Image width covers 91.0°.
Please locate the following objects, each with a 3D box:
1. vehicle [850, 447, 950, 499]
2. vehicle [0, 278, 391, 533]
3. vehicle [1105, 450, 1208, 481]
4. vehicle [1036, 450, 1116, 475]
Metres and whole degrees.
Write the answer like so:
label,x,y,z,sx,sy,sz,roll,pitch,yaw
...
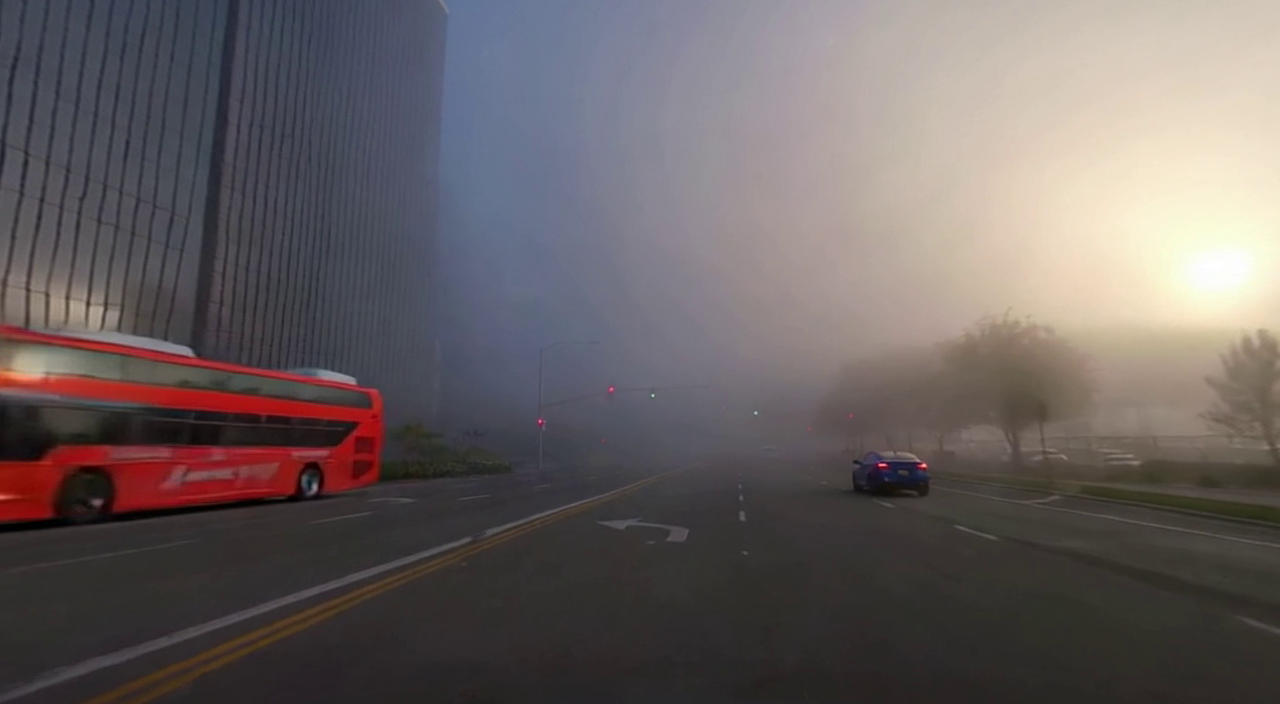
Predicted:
label,x,y,z,sx,sy,sz,roll,pitch,yaw
vehicle,8.476,3.951,20.929,1.993,1.501,4.127,-1,-9,7
vehicle,-11.911,1.873,16.920,3.110,4.418,13.688,-1,-9,8
vehicle,28.334,6.240,34.672,3.824,1.453,1.894,-3,-8,6
vehicle,29.270,7.431,42.378,3.896,1.471,1.936,-3,-8,9
